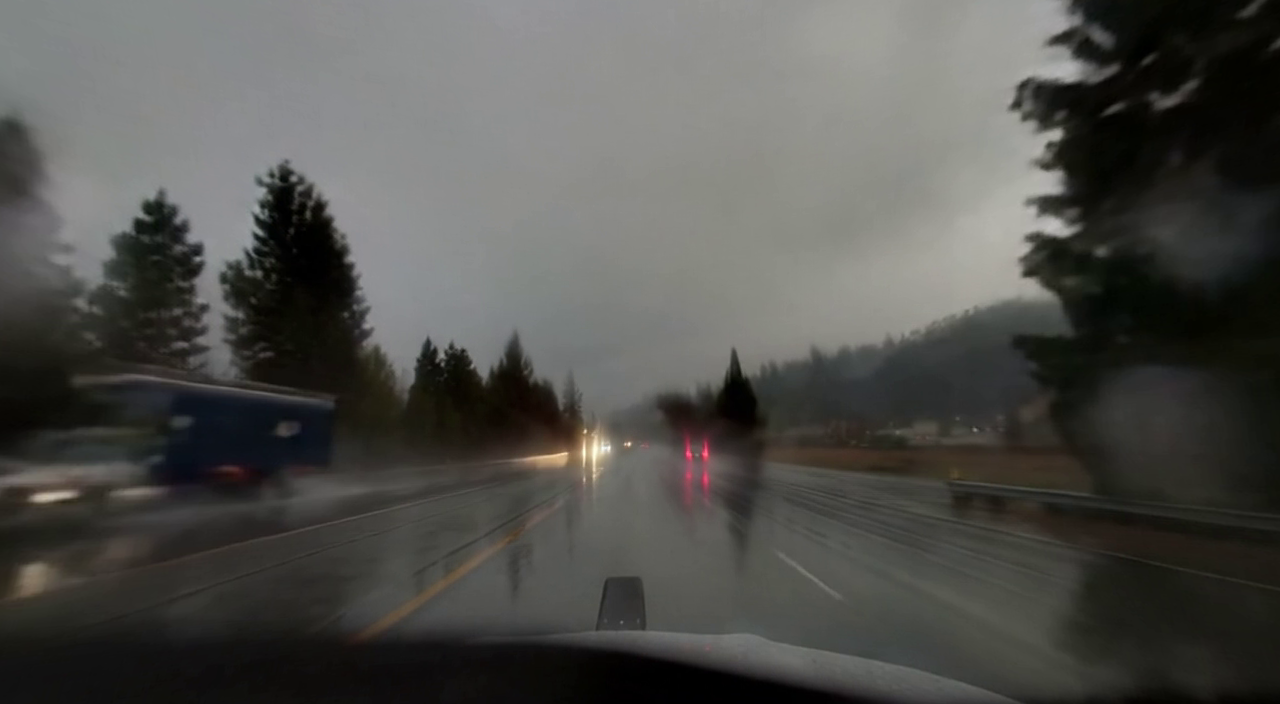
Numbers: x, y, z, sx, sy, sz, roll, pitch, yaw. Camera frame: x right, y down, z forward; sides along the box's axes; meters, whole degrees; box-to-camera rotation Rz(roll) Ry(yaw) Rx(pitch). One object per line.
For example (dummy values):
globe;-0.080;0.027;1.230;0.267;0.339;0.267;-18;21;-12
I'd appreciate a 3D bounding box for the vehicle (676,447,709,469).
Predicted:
vehicle;3.931;7.962;47.595;2.013;1.584;3.995;0;-9;-1

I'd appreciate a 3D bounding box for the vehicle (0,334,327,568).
vehicle;-12.785;2.392;15.179;3.267;4.040;13.923;0;-9;0
